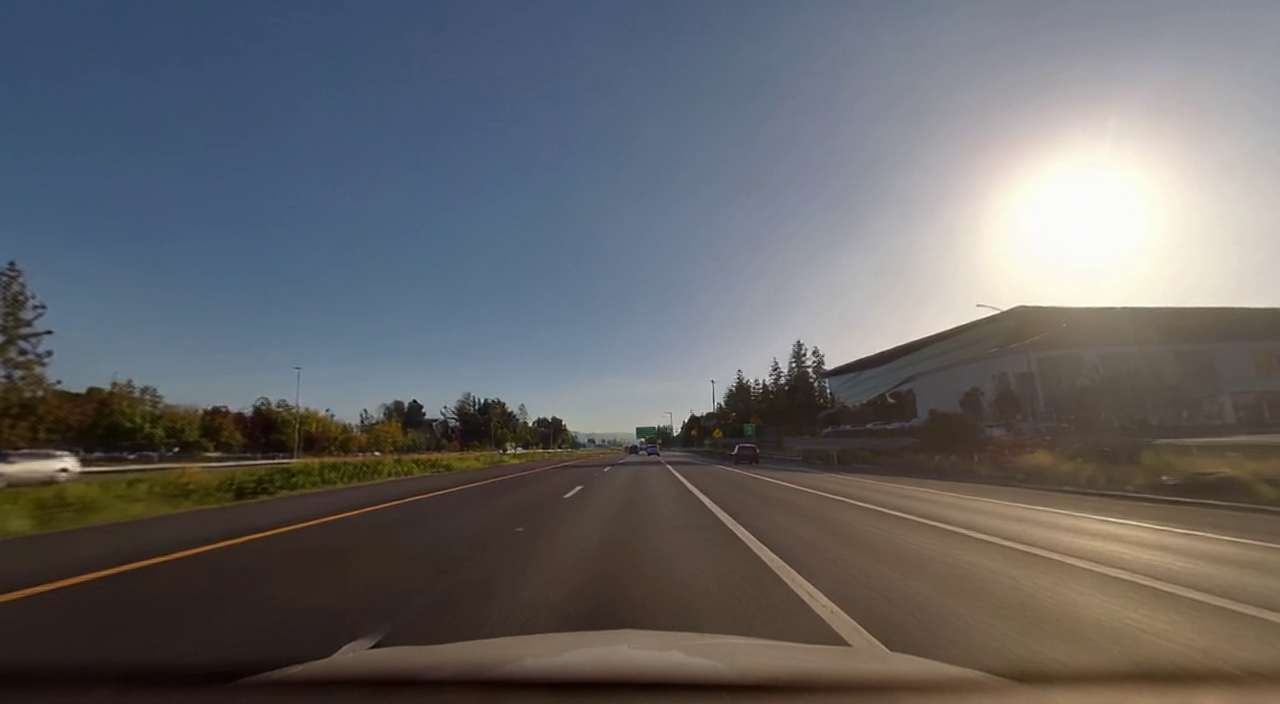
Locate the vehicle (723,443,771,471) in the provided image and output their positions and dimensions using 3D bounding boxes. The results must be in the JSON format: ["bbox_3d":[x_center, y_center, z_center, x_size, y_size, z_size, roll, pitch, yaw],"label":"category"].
[{"bbox_3d":[6.520,6.455,38.907,2.085,1.594,4.848,0,-9,0],"label":"vehicle"}]
